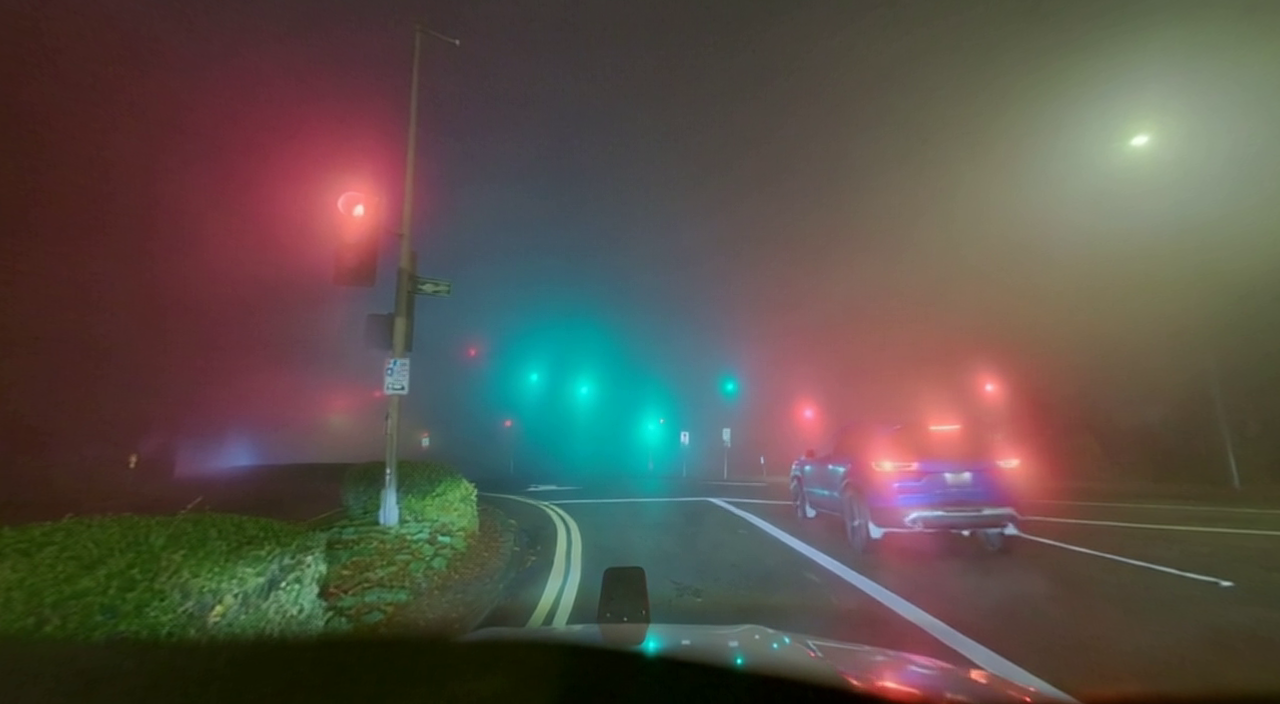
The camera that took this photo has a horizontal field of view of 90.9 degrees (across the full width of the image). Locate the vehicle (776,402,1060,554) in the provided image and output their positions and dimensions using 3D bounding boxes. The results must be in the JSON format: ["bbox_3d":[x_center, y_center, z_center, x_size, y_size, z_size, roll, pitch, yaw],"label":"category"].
[{"bbox_3d":[3.840,1.850,10.015,2.284,1.788,4.871,0,-8,0],"label":"vehicle"}]
